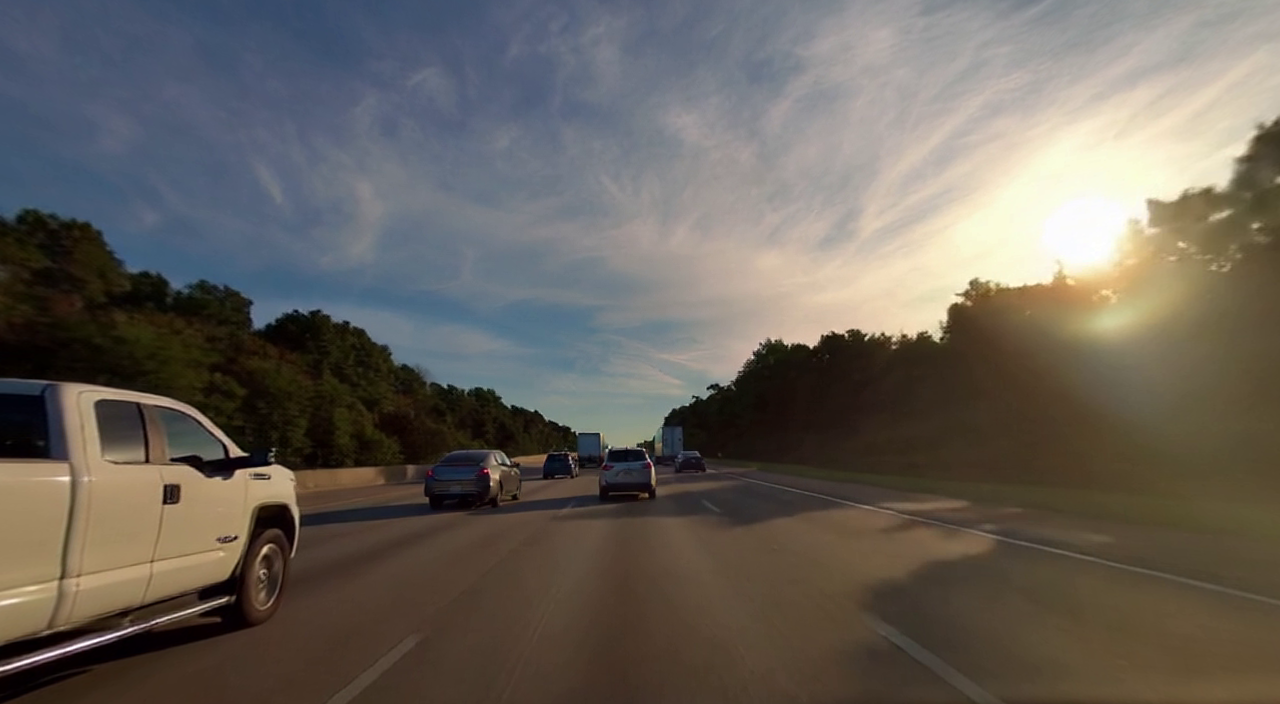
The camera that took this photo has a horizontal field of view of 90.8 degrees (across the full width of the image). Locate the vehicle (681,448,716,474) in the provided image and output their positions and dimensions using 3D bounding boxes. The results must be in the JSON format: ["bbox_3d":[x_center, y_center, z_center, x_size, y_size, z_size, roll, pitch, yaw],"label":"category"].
[{"bbox_3d":[3.762,7.087,41.173,1.858,1.537,3.838,0,-9,-1],"label":"vehicle"}]

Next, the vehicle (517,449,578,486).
[{"bbox_3d":[-3.995,5.056,27.947,1.999,1.484,4.269,0,-9,0],"label":"vehicle"}]

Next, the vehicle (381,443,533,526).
[{"bbox_3d":[-3.732,2.784,13.833,1.988,1.501,4.438,0,-9,0],"label":"vehicle"}]

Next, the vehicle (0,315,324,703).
[{"bbox_3d":[-3.921,0.831,2.981,2.243,1.889,4.949,0,-9,0],"label":"vehicle"}]

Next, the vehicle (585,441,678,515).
[{"bbox_3d":[-0.198,2.994,15.406,1.996,1.574,3.426,0,-9,-1],"label":"vehicle"}]
